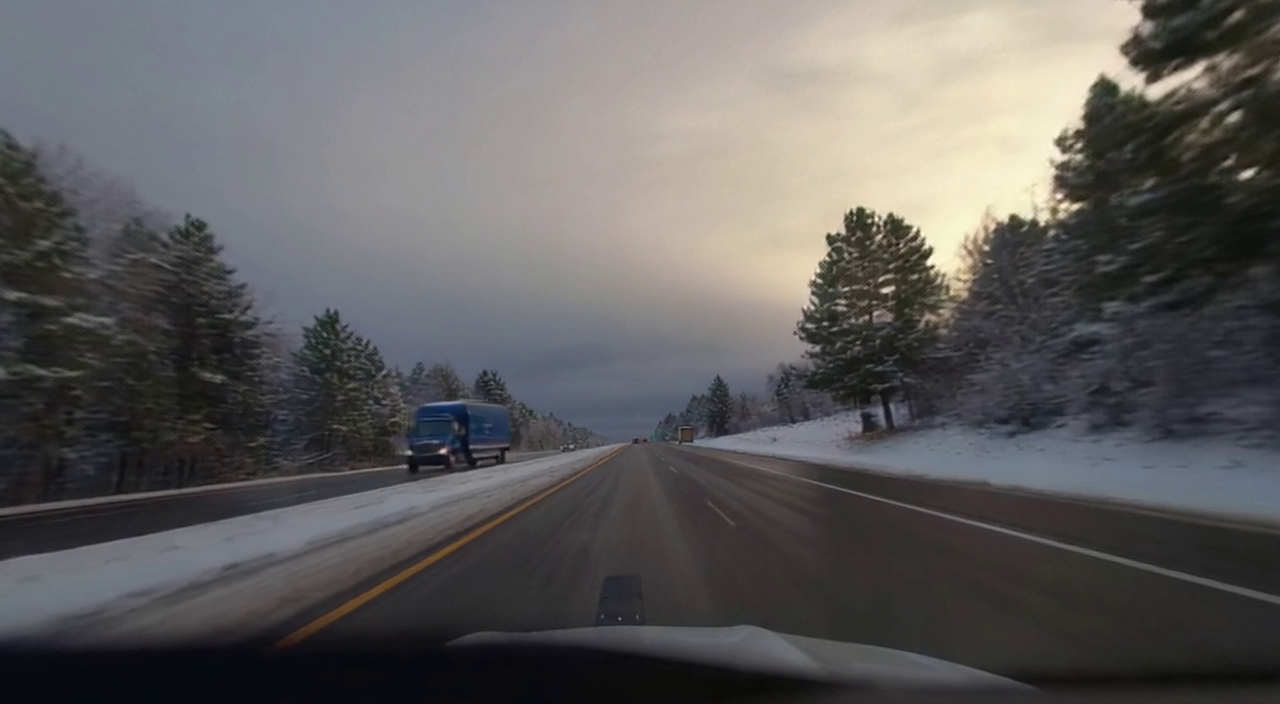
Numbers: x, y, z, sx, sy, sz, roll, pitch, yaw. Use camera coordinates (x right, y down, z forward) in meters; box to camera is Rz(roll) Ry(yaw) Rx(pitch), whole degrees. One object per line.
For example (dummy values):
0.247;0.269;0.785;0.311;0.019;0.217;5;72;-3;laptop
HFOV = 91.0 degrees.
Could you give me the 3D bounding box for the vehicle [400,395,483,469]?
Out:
-11.549;4.763;37.263;3.033;3.963;5.845;0;-8;-1;vehicle
